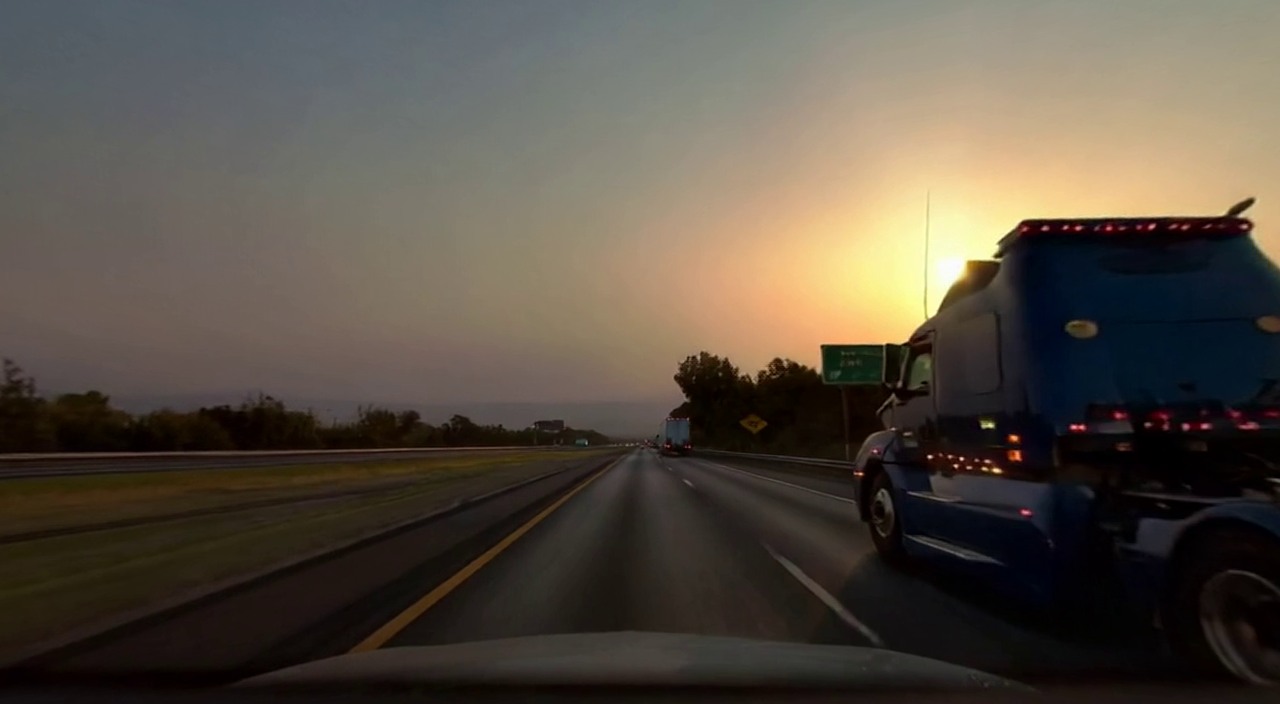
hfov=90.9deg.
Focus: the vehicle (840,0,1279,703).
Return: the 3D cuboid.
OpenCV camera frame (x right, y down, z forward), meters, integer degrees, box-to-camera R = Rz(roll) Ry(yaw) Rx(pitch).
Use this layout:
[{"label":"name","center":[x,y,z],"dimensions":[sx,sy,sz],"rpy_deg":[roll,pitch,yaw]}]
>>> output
[{"label":"vehicle","center":[4.088,-0.264,2.968],"dimensions":[3.080,4.016,9.760],"rpy_deg":[0,-8,0]}]
